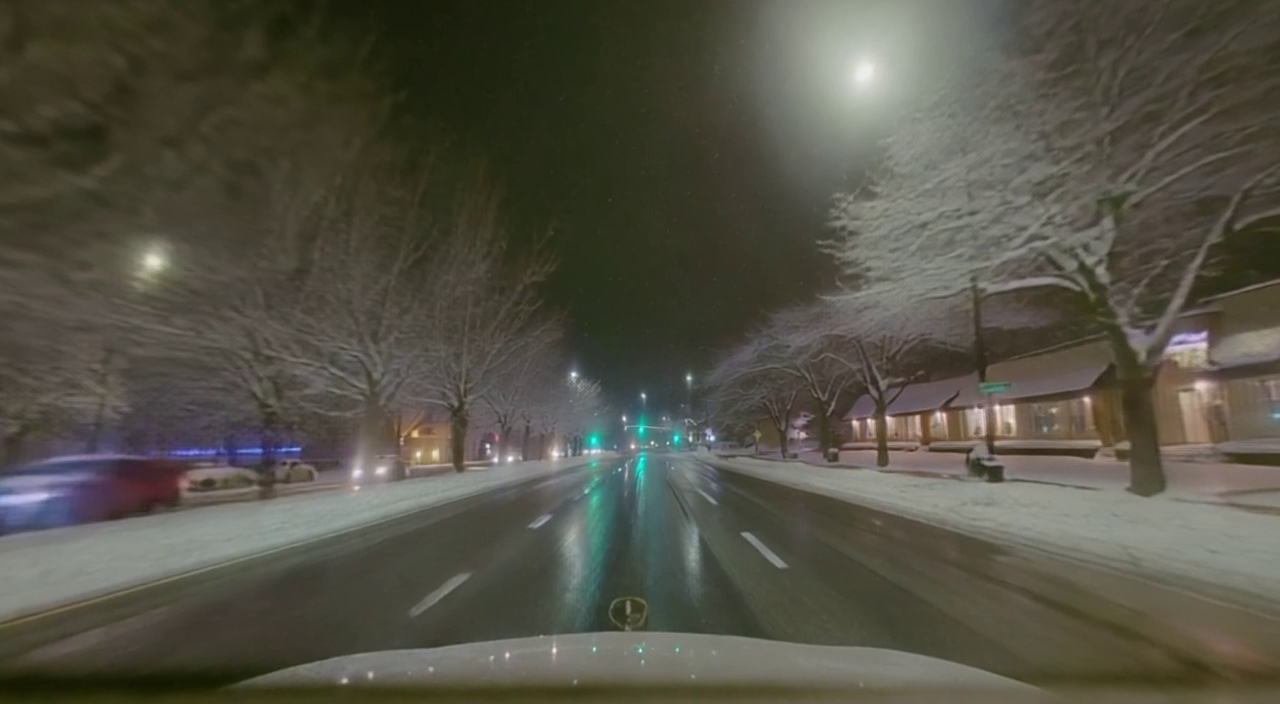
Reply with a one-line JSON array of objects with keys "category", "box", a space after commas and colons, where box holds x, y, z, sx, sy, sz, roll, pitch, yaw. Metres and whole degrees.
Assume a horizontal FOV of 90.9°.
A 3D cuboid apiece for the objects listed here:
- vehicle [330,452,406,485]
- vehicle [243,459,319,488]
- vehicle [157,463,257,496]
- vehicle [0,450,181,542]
[{"category": "vehicle", "box": [-14.349, 6.159, 33.599, 1.975, 1.499, 4.658, -2, -8, 0]}, {"category": "vehicle", "box": [-21.738, 7.348, 38.388, 1.885, 1.504, 4.359, -1, -8, 2]}, {"category": "vehicle", "box": [-21.979, 6.459, 32.237, 1.866, 1.444, 4.407, 0, -8, 2]}, {"category": "vehicle", "box": [-11.808, 2.764, 12.353, 2.070, 1.500, 4.724, -4, -8, 1]}]
